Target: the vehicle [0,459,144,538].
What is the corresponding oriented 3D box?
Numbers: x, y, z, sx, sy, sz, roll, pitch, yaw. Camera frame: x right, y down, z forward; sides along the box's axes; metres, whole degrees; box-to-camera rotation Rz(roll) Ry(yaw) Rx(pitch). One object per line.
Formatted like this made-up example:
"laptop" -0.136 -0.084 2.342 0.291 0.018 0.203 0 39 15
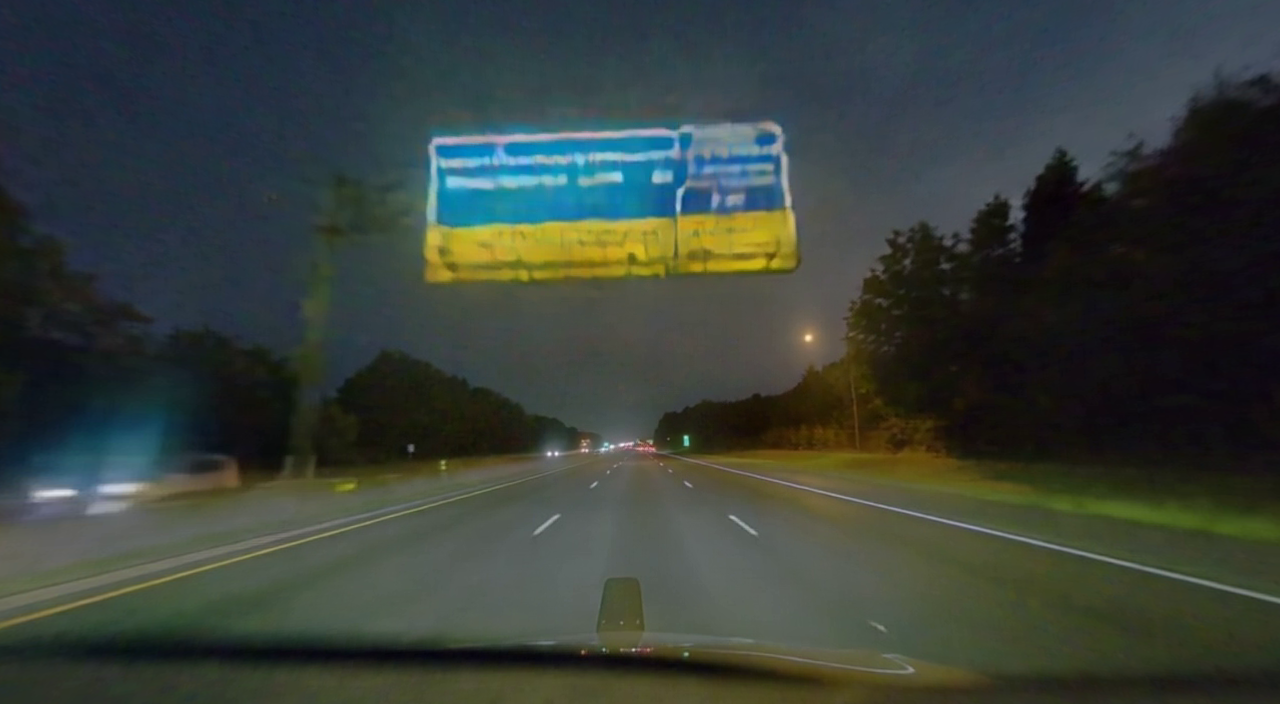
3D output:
"vehicle" -13.288 3.012 13.287 2.159 1.438 4.323 0 -9 -1
